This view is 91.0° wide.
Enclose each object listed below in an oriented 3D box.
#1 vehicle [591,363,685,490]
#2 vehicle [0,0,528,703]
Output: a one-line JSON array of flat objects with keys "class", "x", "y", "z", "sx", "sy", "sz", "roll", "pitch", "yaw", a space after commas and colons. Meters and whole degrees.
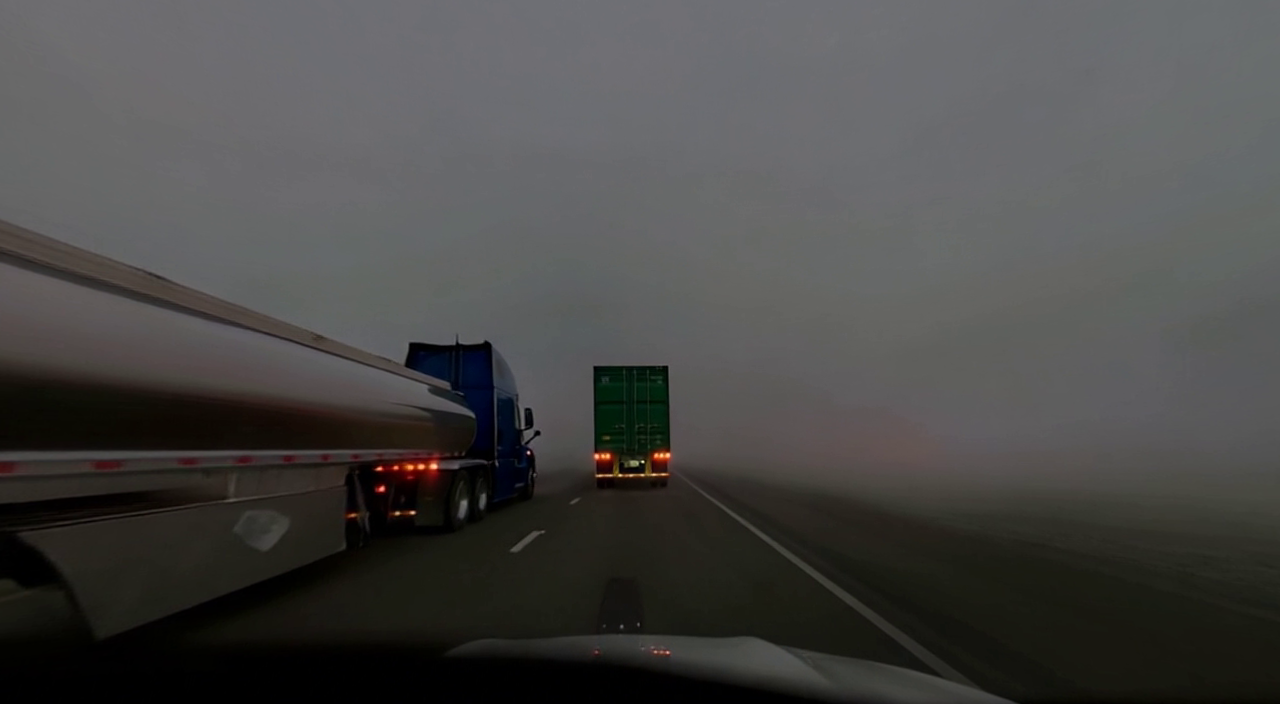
[{"class": "vehicle", "x": -0.012, "y": 3.227, "z": 25.640, "sx": 2.942, "sy": 4.003, "sz": 11.297, "roll": 0, "pitch": -9, "yaw": 0}, {"class": "vehicle", "x": -4.216, "y": 0.284, "z": 5.175, "sx": 3.267, "sy": 3.655, "sz": 17.154, "roll": 0, "pitch": -9, "yaw": 1}]
